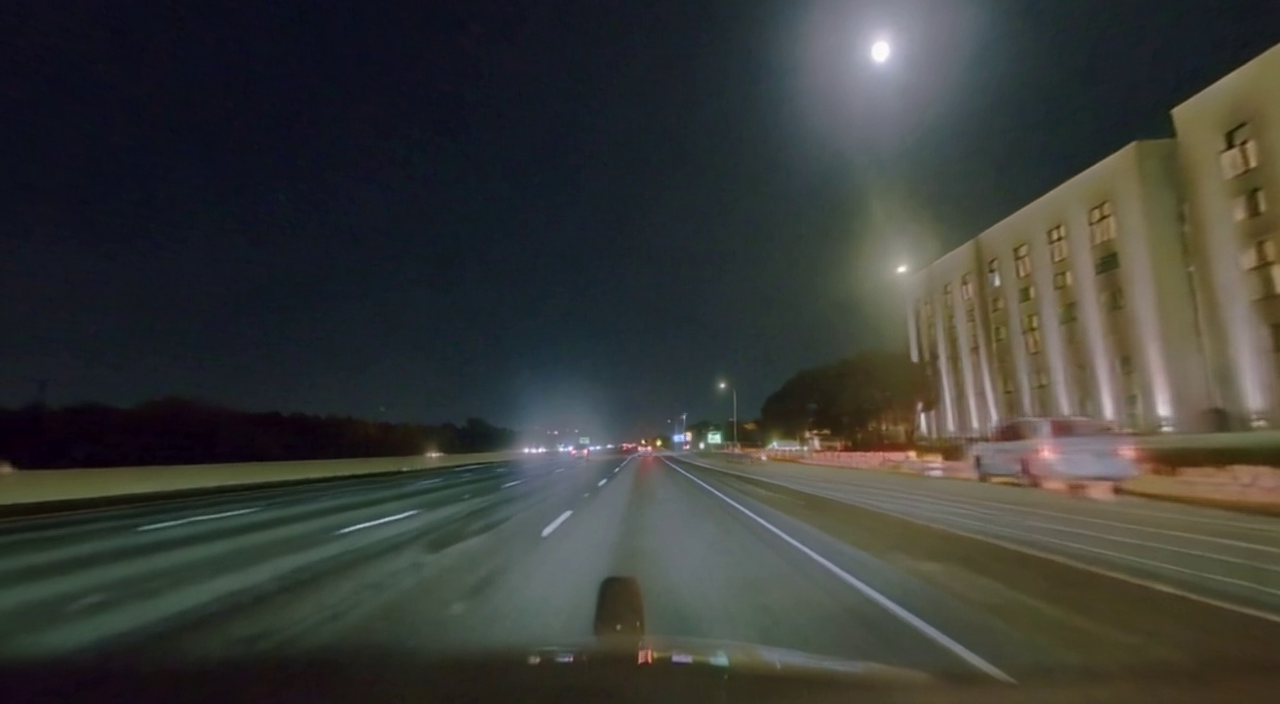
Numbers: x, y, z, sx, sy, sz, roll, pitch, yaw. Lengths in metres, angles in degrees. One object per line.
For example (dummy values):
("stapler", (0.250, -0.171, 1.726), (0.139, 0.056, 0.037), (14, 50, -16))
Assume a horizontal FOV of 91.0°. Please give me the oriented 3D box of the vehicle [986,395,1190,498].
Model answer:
("vehicle", (14.121, 3.083, 20.462), (2.763, 2.805, 4.926), (-2, -9, 0))
